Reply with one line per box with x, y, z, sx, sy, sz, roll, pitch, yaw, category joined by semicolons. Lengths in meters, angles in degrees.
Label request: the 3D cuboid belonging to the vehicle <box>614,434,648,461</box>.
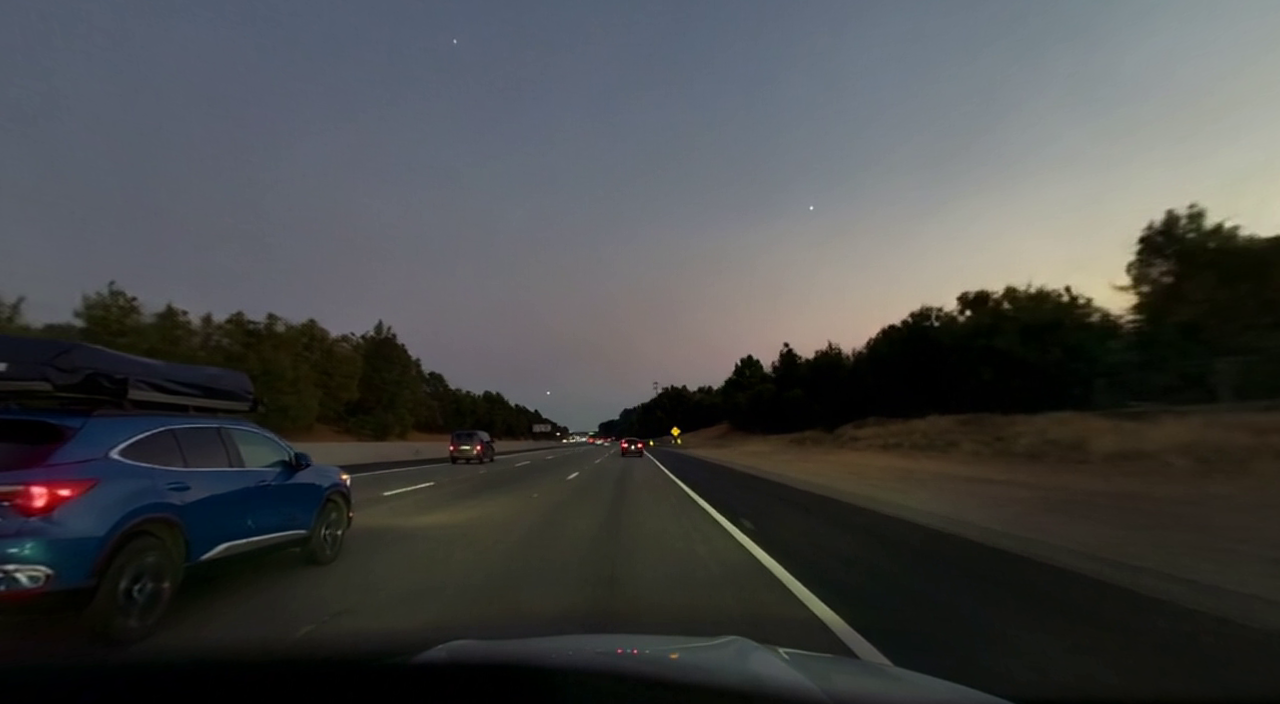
-0.603;6.406;42.514;2.178;1.658;3.916;0;-8;-1;vehicle

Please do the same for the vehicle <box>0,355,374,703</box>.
-4.242;1.171;5.198;2.069;1.748;4.652;0;-8;0;vehicle

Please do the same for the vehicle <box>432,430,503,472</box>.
-7.718;4.461;28.713;1.964;1.745;4.338;0;-8;1;vehicle
